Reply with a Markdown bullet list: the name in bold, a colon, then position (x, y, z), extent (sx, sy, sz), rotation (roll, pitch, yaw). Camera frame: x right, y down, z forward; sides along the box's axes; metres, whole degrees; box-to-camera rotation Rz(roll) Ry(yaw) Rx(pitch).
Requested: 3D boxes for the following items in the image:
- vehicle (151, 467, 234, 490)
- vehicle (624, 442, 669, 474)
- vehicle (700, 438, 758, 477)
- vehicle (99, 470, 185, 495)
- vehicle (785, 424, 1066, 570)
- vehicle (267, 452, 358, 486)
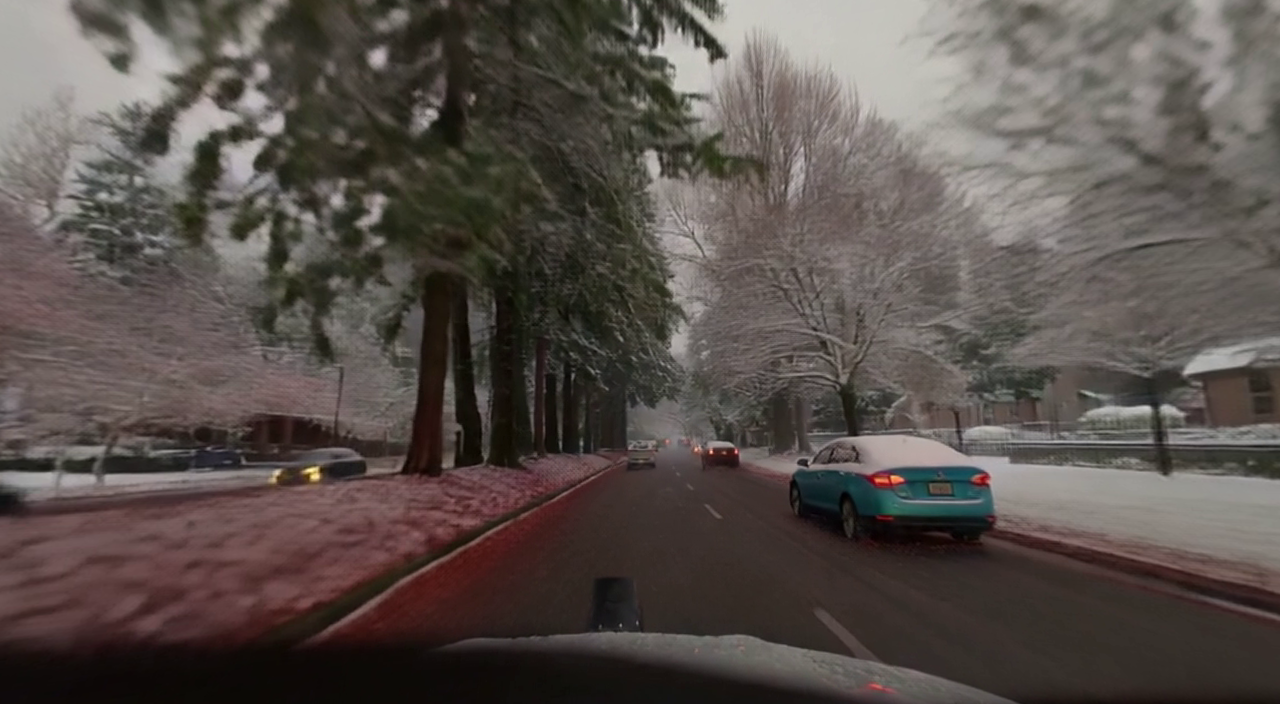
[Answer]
- **vehicle**: position (-31.512, 8.898, 44.561), extent (4.432, 1.535, 1.866), rotation (0, -9, 3)
- **vehicle**: position (0.321, 5.179, 31.017), extent (2.082, 1.473, 4.028), rotation (0, -9, 1)
- **vehicle**: position (4.014, 4.855, 29.326), extent (2.074, 1.652, 4.340), rotation (0, -9, 0)
- **vehicle**: position (-30.945, 8.110, 39.322), extent (3.757, 1.391, 2.001), rotation (-2, -9, 3)
- **vehicle**: position (3.516, 1.862, 8.838), extent (1.985, 1.529, 4.147), rotation (0, -9, 0)
- **vehicle**: position (-15.229, 5.449, 29.699), extent (1.843, 1.453, 4.425), rotation (0, -9, 1)
